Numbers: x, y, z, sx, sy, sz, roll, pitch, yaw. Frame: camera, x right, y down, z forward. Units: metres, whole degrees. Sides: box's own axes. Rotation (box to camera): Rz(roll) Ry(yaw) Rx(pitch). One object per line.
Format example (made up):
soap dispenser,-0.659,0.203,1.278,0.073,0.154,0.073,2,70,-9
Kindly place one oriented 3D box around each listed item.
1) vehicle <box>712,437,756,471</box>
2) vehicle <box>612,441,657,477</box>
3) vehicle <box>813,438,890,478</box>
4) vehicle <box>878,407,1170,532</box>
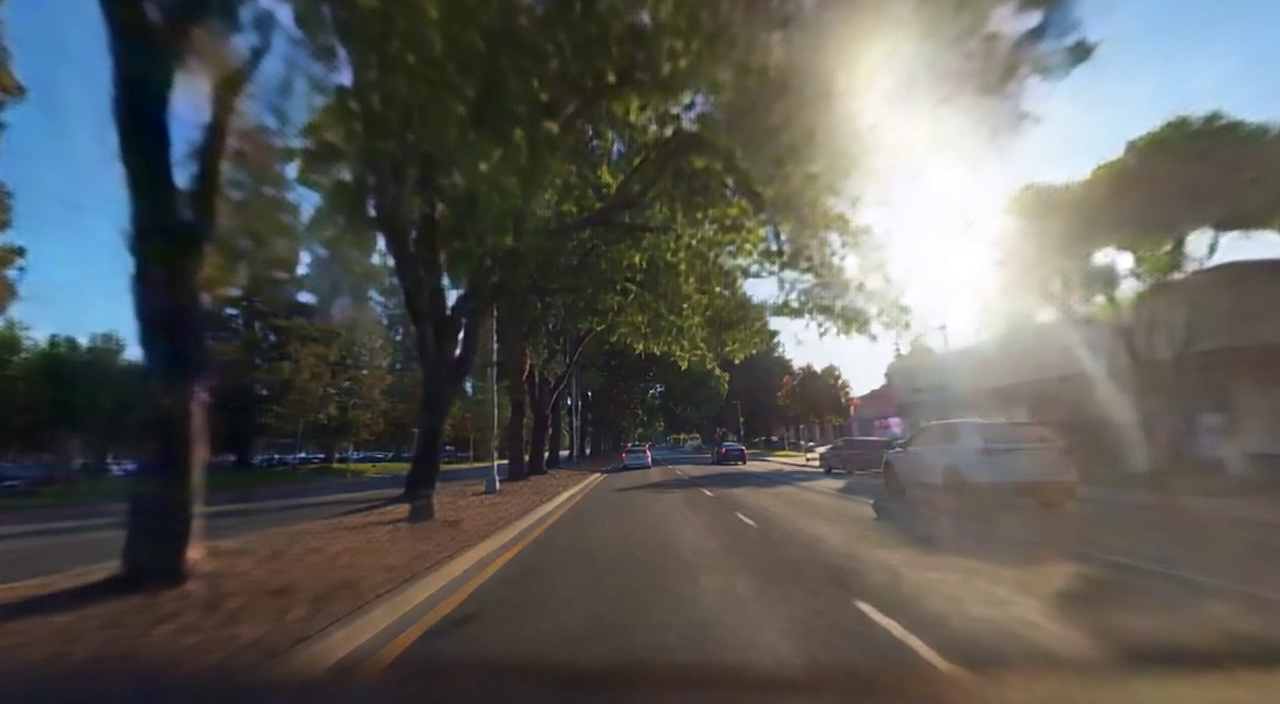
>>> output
vehicle,5.415,5.941,36.961,1.955,1.845,4.538,0,-8,1
vehicle,-0.282,5.120,30.450,2.037,1.568,3.693,0,-8,-1
vehicle,10.279,5.178,31.147,1.988,1.783,5.324,0,-8,0
vehicle,7.084,2.252,12.765,2.240,1.923,5.678,0,-8,-1
